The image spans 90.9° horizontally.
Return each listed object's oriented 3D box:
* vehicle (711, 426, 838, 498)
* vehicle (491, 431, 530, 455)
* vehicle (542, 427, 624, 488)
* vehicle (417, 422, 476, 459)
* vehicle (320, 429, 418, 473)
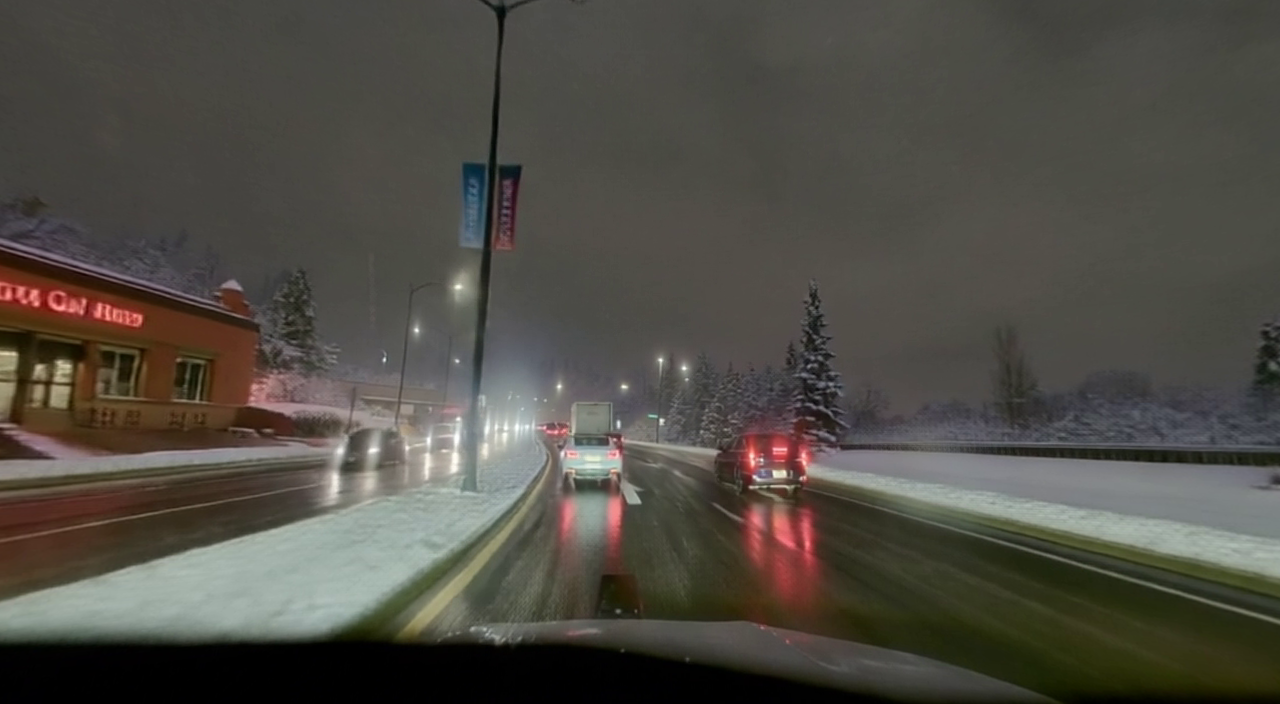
[{"bbox_3d":[3.044,2.568,15.158,1.889,1.480,3.876,1,-8,-5],"label":"vehicle"},{"bbox_3d":[-8.689,6.123,42.643,2.026,1.520,4.475,1,-8,-5],"label":"vehicle"},{"bbox_3d":[-1.614,2.831,17.272,1.991,1.472,3.518,1,-8,-7],"label":"vehicle"},{"bbox_3d":[-11.319,5.208,37.233,2.165,1.966,5.251,1,-8,-4],"label":"vehicle"},{"bbox_3d":[-10.077,3.701,23.833,1.993,1.482,4.420,1,-8,-4],"label":"vehicle"}]
